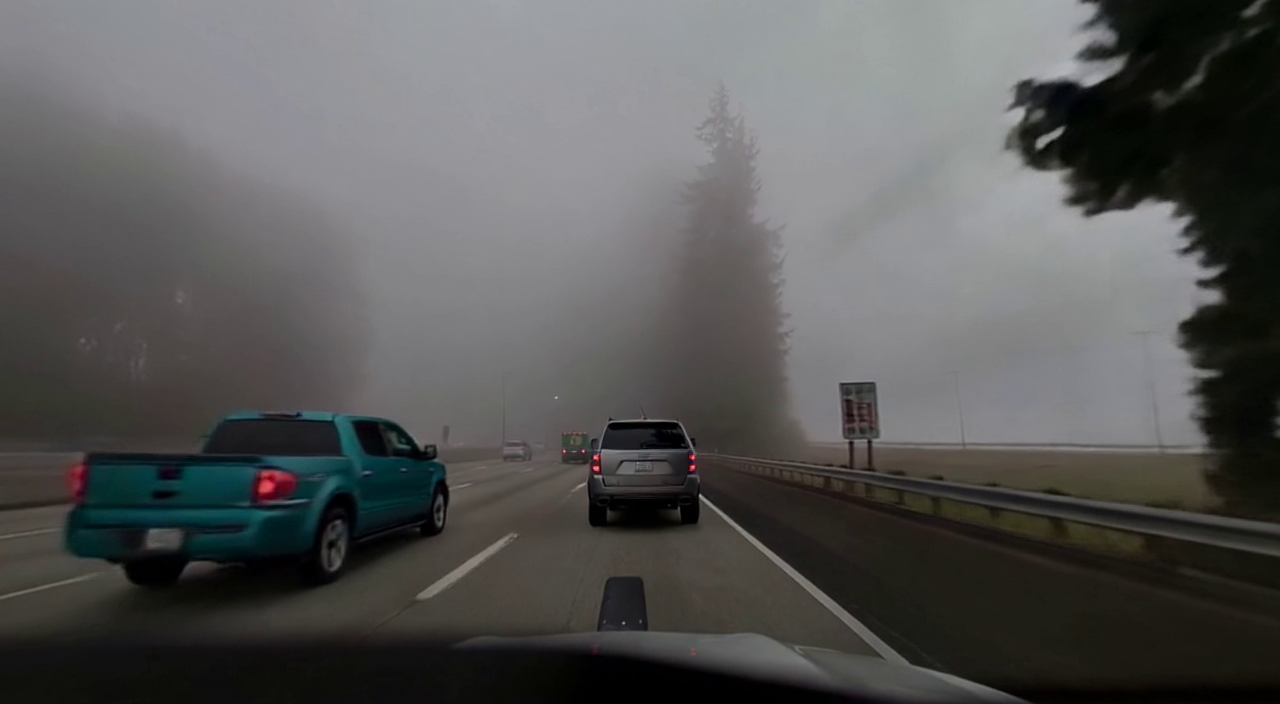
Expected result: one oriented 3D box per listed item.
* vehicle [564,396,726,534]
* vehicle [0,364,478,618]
[{"bbox_3d":[0.061,2.018,11.768,2.395,2.013,4.734,0,-8,0],"label":"vehicle"},{"bbox_3d":[-4.026,1.481,7.733,2.486,1.962,5.525,-1,-8,2],"label":"vehicle"}]
